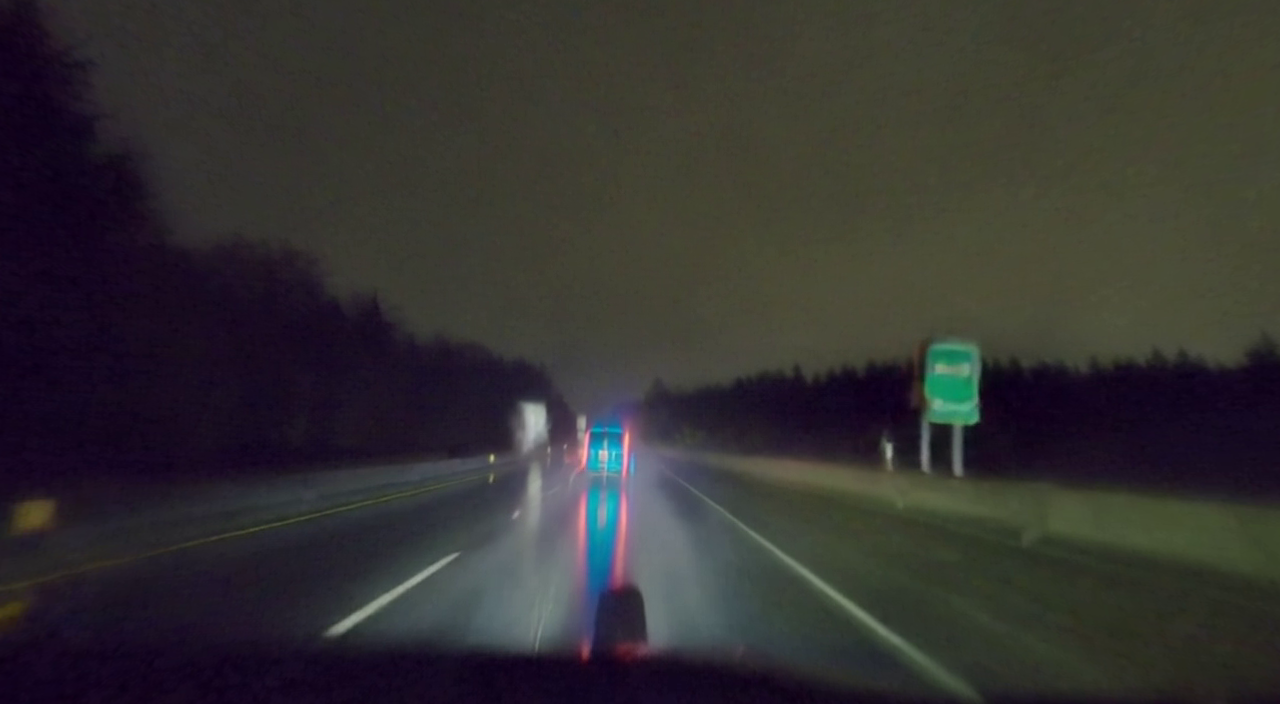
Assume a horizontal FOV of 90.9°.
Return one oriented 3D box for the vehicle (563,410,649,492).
[{"bbox_3d":[-0.925,2.980,19.277,2.248,2.154,4.892,0,-8,-1],"label":"vehicle"}]
